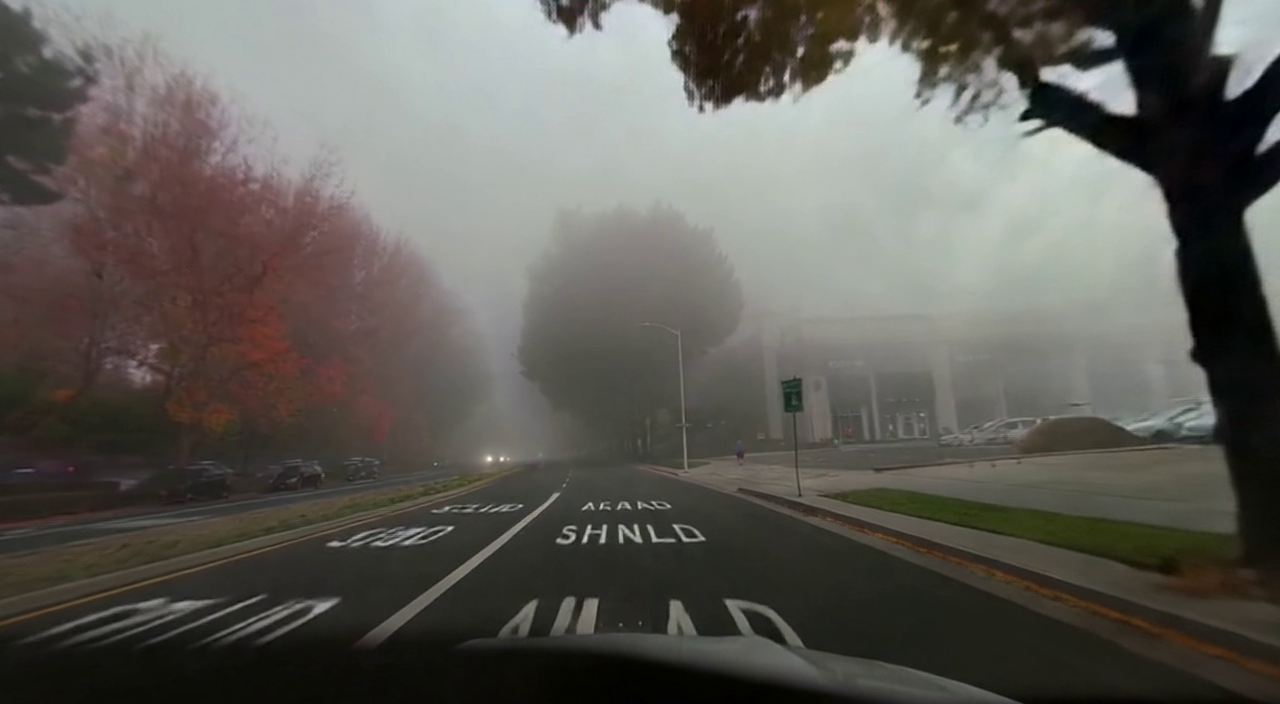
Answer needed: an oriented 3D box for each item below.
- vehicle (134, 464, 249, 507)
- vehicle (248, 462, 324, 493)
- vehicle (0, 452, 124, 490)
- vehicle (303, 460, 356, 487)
[{"bbox_3d":[-19.208,5.692,27.193,1.956,1.550,4.375,1,-9,-4],"label":"vehicle"},{"bbox_3d":[-20.035,7.099,35.758,1.887,1.490,4.432,0,-9,-3],"label":"vehicle"},{"bbox_3d":[-30.031,5.962,31.697,5.746,1.807,2.140,1,-9,-5],"label":"vehicle"},{"bbox_3d":[-20.716,8.077,42.073,1.896,1.495,4.108,-4,-9,-6],"label":"vehicle"}]
